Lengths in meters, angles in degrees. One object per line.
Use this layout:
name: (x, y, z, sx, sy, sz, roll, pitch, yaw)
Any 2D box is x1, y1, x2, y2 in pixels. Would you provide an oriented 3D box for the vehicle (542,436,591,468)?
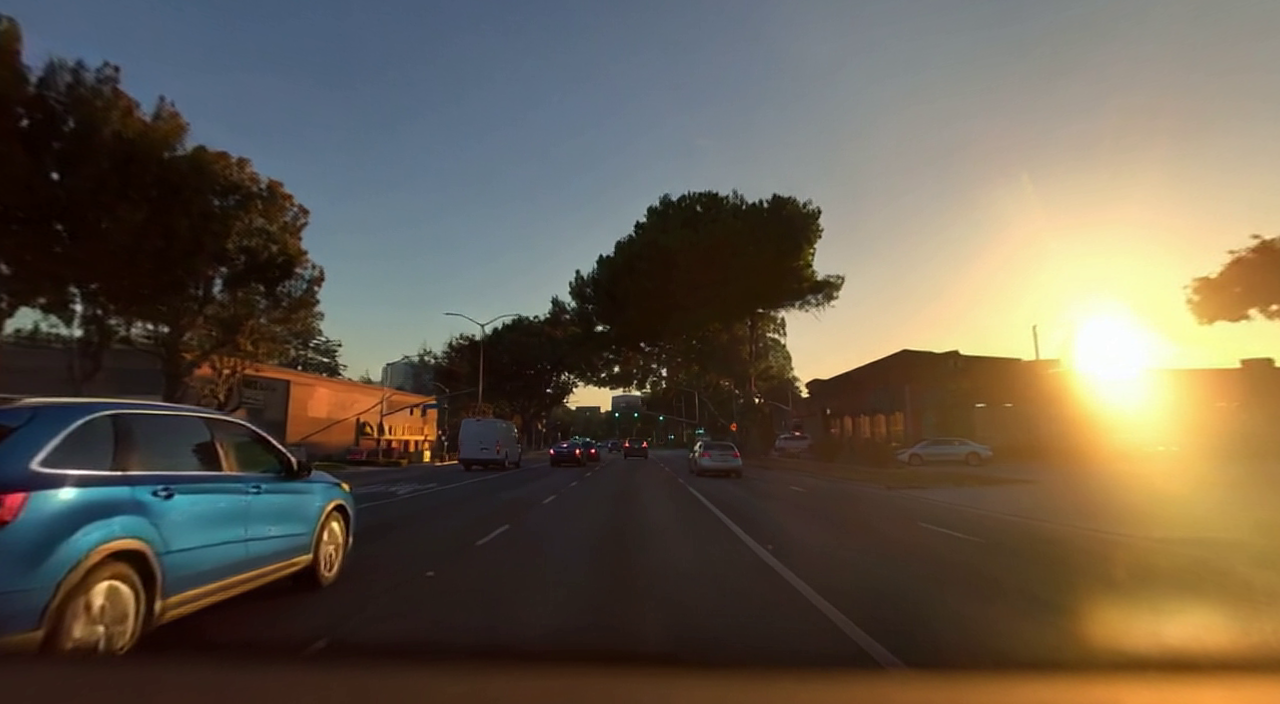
vehicle: (-4.037, 5.612, 35.506, 2.133, 1.677, 4.727, 0, -8, 1)

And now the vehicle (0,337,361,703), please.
vehicle: (-3.884, 1.035, 4.252, 2.038, 1.748, 4.303, 0, -9, -1)

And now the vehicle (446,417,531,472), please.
vehicle: (-7.645, 4.811, 32.727, 2.863, 2.592, 6.410, 0, -8, -1)

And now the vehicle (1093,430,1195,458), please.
vehicle: (27.757, 5.104, 34.874, 1.768, 1.460, 4.677, 0, -9, 0)

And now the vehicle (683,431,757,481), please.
vehicle: (3.100, 4.164, 25.494, 2.167, 1.792, 4.835, 0, -9, -2)

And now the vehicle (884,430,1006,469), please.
vehicle: (14.422, 4.635, 30.007, 4.626, 1.562, 2.159, -2, -8, -2)
